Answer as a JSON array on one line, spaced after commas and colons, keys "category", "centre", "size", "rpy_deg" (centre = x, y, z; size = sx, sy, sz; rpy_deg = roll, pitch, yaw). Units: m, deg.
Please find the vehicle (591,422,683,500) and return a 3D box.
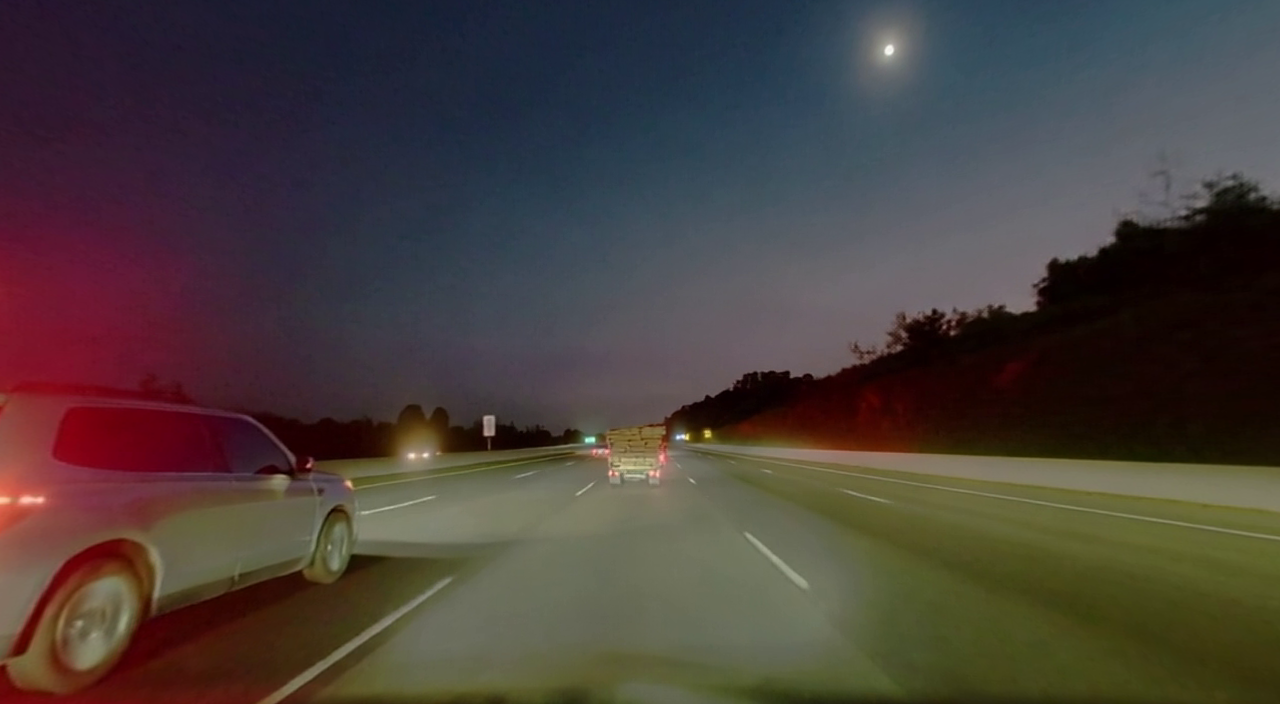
[{"category": "vehicle", "centre": [-0.038, 2.851, 16.837], "size": [2.114, 1.787, 4.365], "rpy_deg": [0, -8, 1]}]
